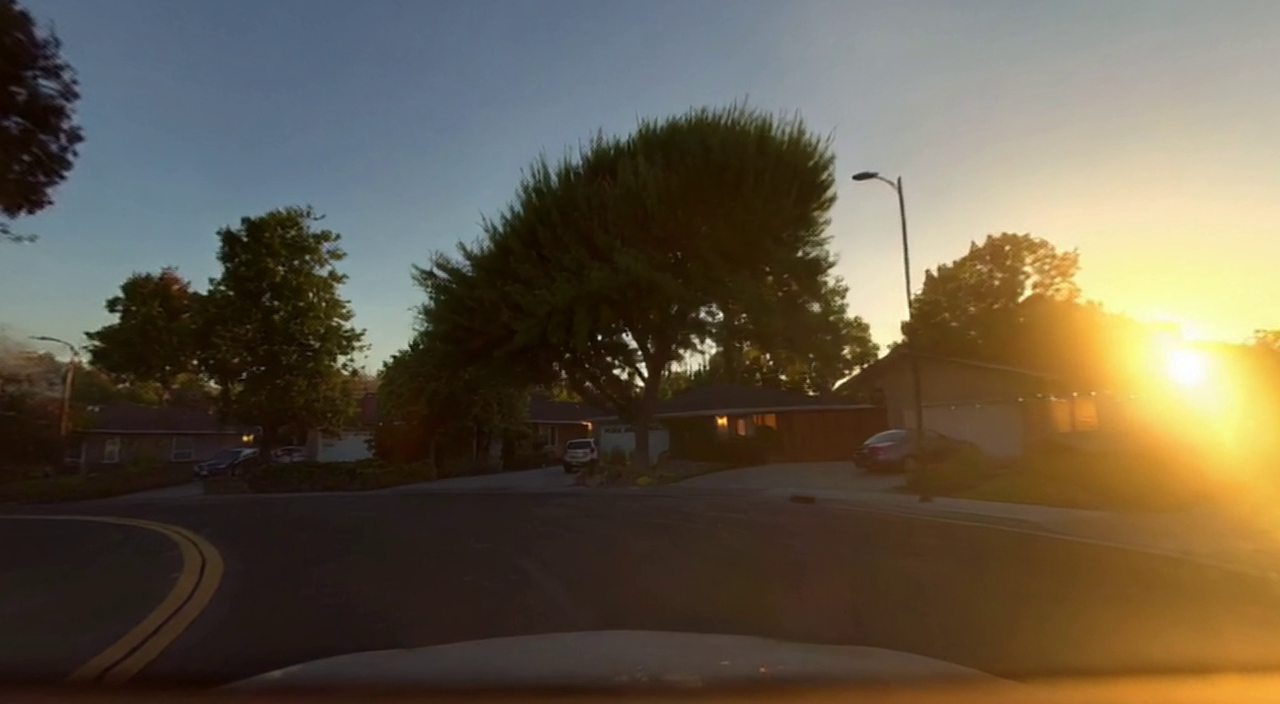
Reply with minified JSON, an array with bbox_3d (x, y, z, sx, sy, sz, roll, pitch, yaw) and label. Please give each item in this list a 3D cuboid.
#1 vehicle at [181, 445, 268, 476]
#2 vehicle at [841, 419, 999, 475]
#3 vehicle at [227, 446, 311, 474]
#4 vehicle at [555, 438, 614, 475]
[{"bbox_3d":[-23.626,6.160,36.158,2.042,1.633,4.132,0,-9,2],"label":"vehicle"},{"bbox_3d":[9.387,3.122,21.141,4.799,1.451,2.144,0,-8,-27],"label":"vehicle"},{"bbox_3d":[-20.974,6.093,35.946,1.933,1.477,4.361,-1,-9,4],"label":"vehicle"},{"bbox_3d":[-2.445,4.727,28.955,1.819,1.442,4.329,-1,-6,7],"label":"vehicle"}]
